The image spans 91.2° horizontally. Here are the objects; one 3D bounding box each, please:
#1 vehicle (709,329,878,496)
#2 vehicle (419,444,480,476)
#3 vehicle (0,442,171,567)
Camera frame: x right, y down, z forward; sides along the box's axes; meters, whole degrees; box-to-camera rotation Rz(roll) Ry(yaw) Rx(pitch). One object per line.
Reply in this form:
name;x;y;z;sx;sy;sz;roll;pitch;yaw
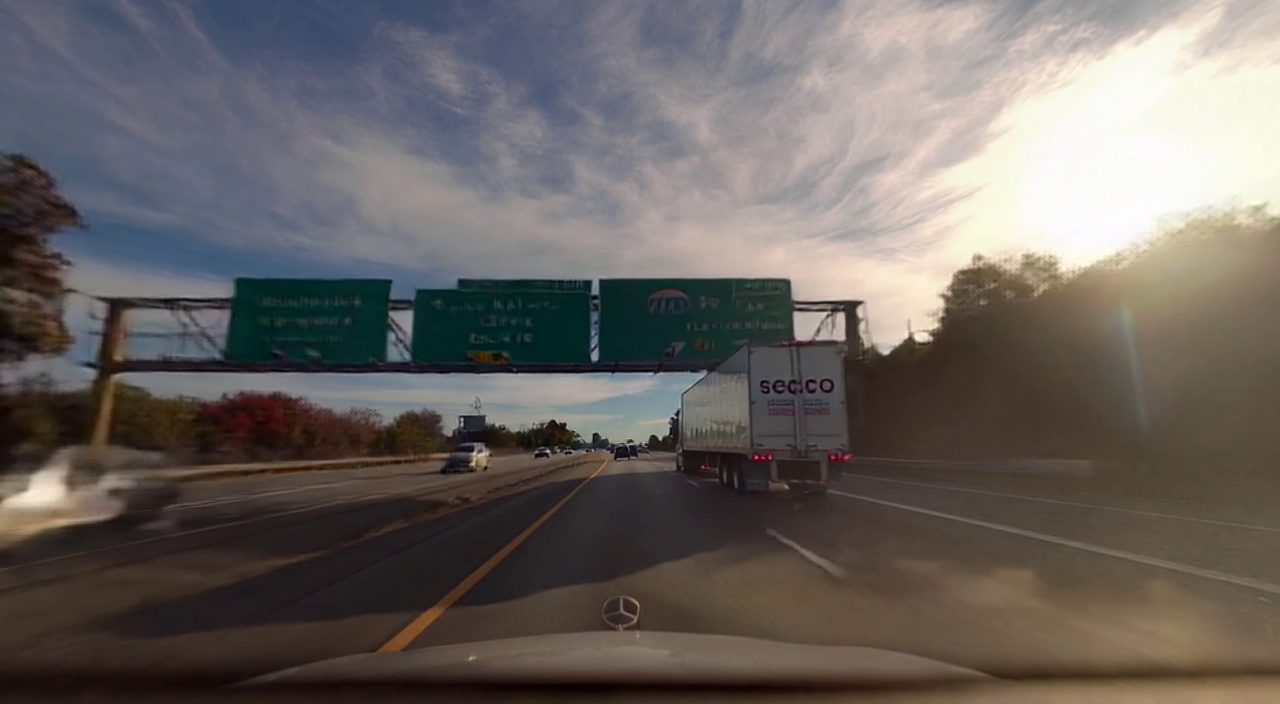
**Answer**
vehicle;4.062;2.022;18.990;2.892;3.928;8.380;0;-9;0
vehicle;-10.261;5.838;34.125;1.996;1.631;4.421;0;-9;-1
vehicle;-8.910;1.983;8.341;1.956;1.538;4.361;0;-9;-1
